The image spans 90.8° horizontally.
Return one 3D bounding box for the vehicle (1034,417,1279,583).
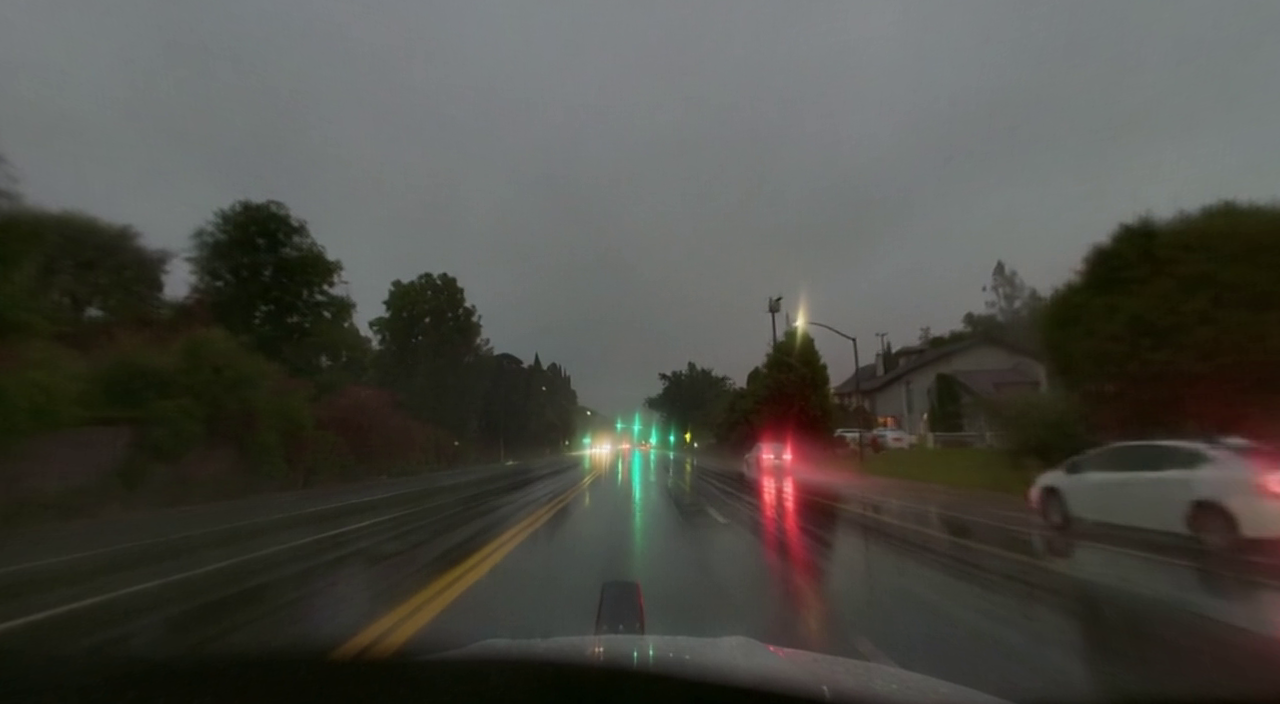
[{"bbox_3d":[7.338,1.733,8.088,1.965,1.623,4.096,0,-9,1],"label":"vehicle"}]
